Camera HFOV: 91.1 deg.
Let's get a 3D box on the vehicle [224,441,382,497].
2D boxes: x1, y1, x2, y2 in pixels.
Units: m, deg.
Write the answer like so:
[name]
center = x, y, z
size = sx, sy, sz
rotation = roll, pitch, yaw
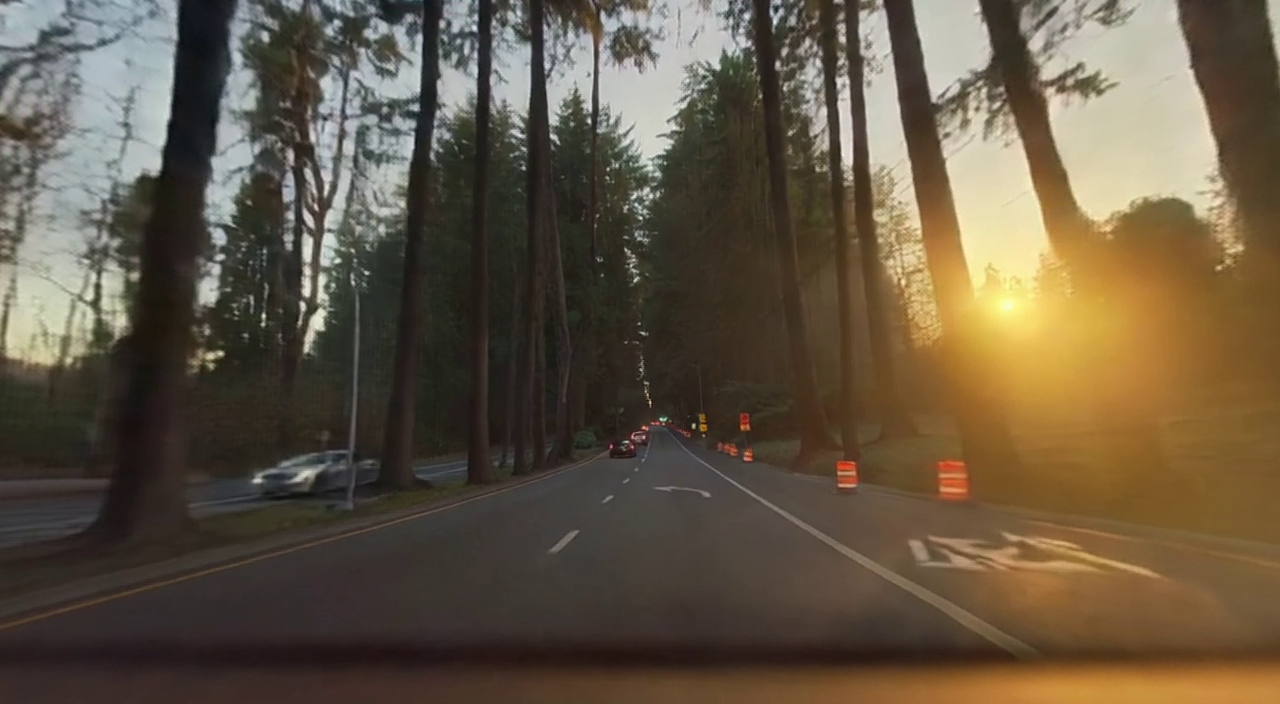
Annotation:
[vehicle]
center = -9.900, 3.452, 18.990
size = 1.953, 1.471, 4.670
rotation = -1, -8, 4
